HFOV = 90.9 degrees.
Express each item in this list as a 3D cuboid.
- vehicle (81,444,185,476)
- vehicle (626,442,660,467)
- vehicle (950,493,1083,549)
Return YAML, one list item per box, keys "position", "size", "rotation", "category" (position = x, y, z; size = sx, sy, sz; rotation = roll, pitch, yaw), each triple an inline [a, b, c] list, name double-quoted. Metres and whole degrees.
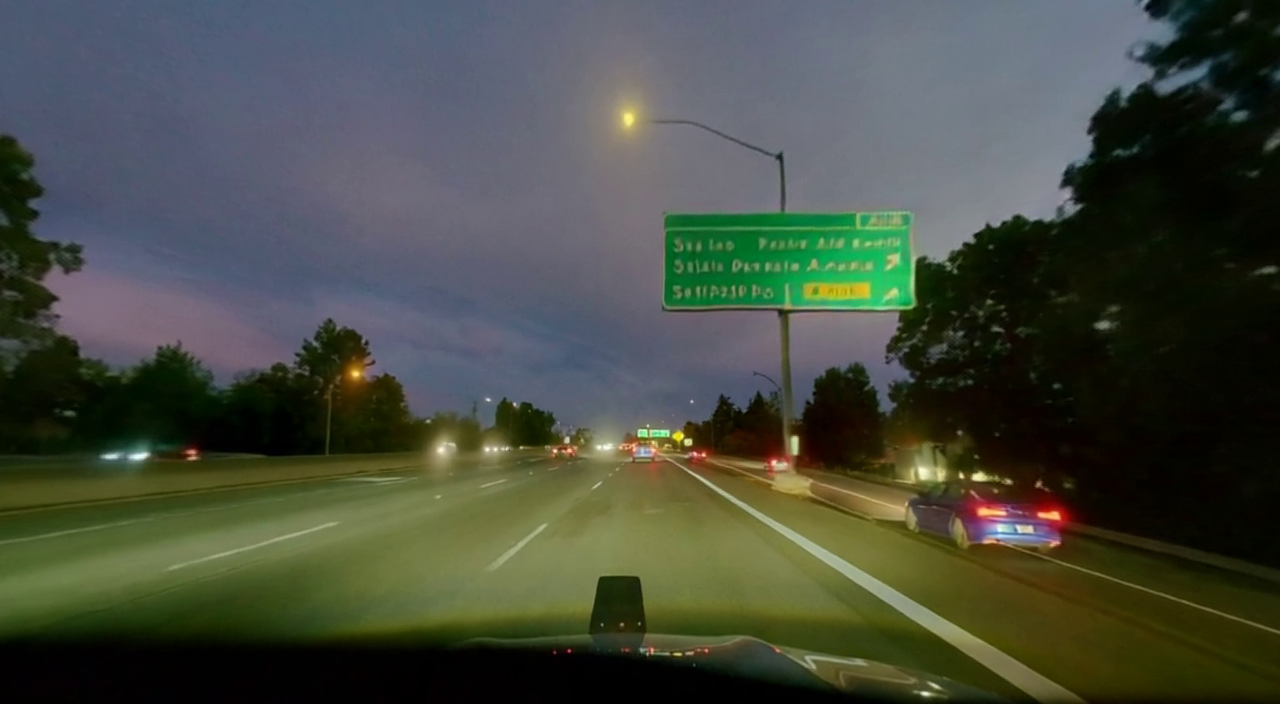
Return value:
- position: [-26.692, 5.654, 33.398]
  size: [1.907, 1.561, 4.287]
  rotation: [0, -8, 1]
  category: "vehicle"
- position: [0.211, 6.401, 39.565]
  size: [2.051, 1.443, 3.770]
  rotation: [0, -8, 1]
  category: "vehicle"
- position: [18.379, 8.264, 31.300]
  size: [2.599, 1.962, 5.759]
  rotation: [1, -8, -6]
  category: "vehicle"
